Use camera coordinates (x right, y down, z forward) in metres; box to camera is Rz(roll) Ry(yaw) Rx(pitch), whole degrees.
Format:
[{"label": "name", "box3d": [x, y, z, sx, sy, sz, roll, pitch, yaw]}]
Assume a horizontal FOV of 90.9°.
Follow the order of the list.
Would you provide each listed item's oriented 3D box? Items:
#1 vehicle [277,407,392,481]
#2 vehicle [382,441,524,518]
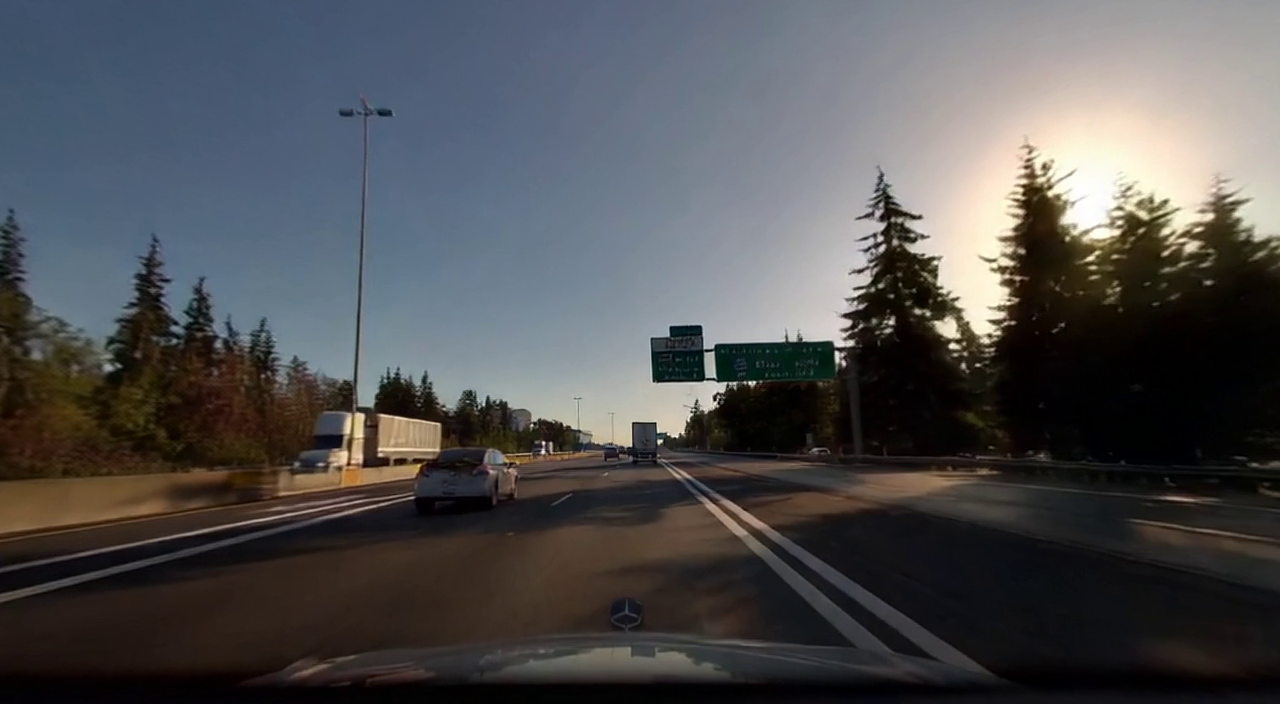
[{"label": "vehicle", "box3d": [-16.883, 5.171, 35.408, 3.349, 3.800, 5.837, 0, -9, 0]}, {"label": "vehicle", "box3d": [-4.063, 2.822, 14.477, 1.945, 1.488, 4.043, 0, -9, 1]}]
